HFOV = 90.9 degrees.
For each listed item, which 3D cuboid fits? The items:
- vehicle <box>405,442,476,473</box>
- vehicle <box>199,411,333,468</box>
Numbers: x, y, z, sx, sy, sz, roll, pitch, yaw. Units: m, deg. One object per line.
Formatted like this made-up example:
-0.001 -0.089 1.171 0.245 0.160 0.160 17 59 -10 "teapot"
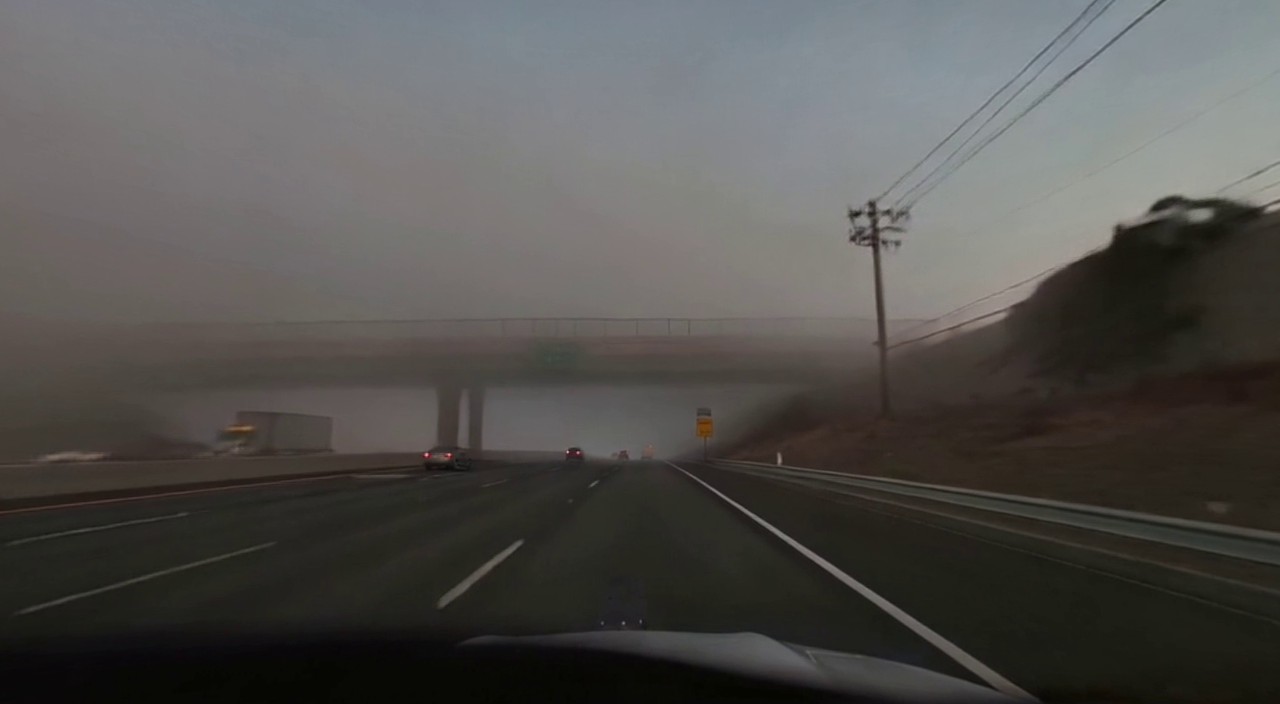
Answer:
-10.076 5.362 32.256 2.056 1.476 4.562 0 -8 1 "vehicle"
-26.991 6.489 46.501 2.930 3.623 11.033 0 -8 1 "vehicle"
